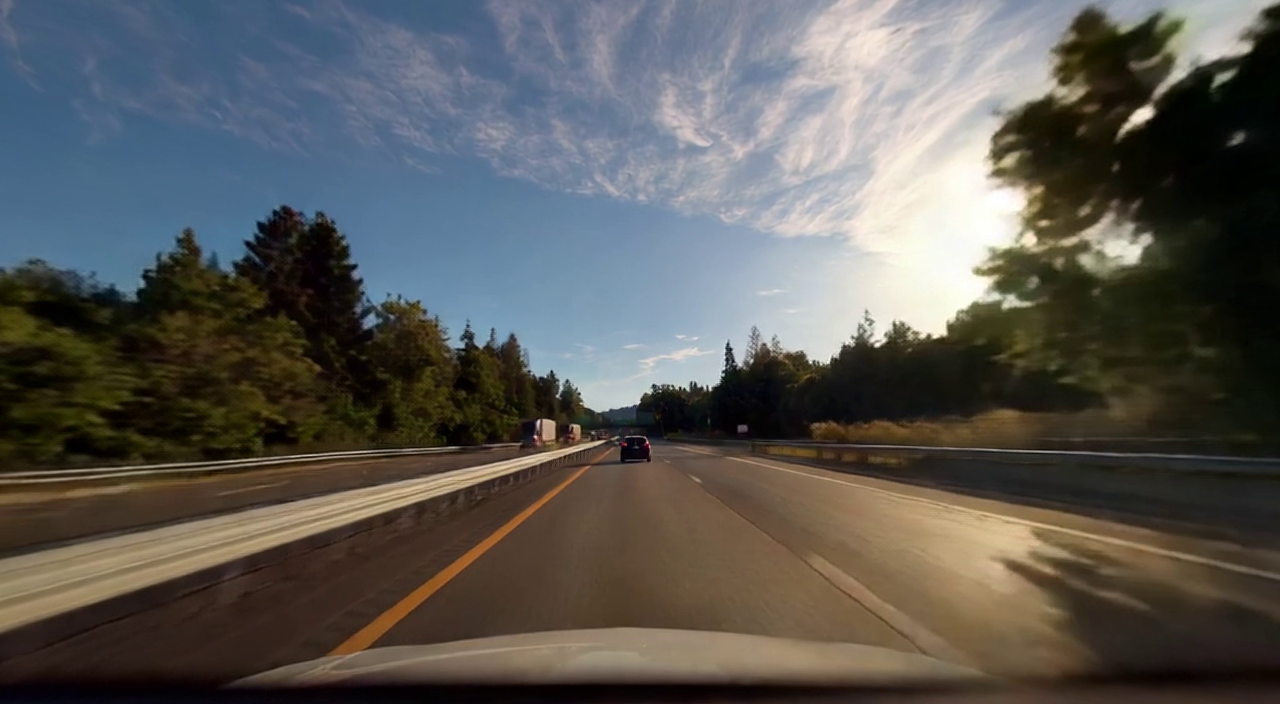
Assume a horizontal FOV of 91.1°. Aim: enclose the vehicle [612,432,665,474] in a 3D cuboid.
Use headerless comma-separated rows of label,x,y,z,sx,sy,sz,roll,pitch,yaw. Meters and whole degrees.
vehicle,-0.088,3.856,24.276,1.897,1.479,3.724,0,-8,-1
